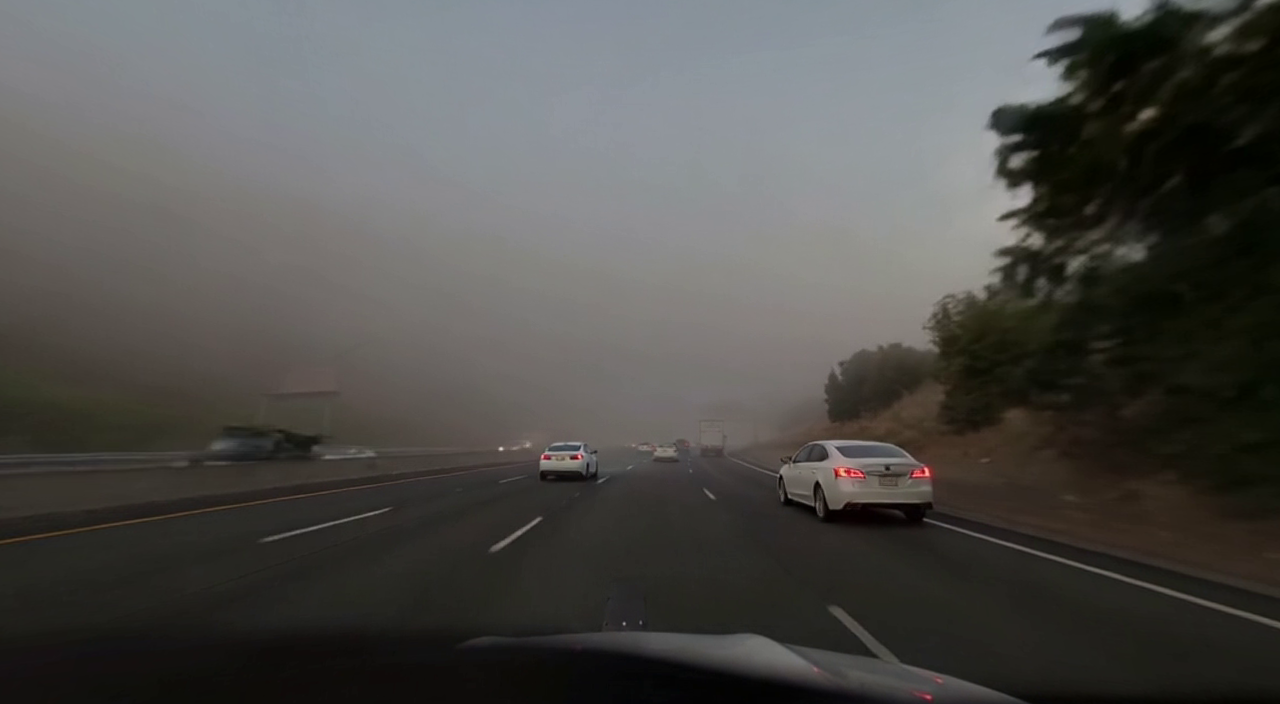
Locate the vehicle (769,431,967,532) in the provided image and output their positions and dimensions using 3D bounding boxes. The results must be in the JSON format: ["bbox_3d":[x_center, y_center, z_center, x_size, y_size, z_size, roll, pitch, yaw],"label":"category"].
[{"bbox_3d":[3.841,2.245,11.586,2.013,1.464,4.317,0,-8,0],"label":"vehicle"}]

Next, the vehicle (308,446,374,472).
[{"bbox_3d":[-18.366,6.561,38.922,1.788,1.449,4.083,-1,-8,5],"label":"vehicle"}]

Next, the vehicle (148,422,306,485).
[{"bbox_3d":[-16.681,4.140,26.027,2.292,2.293,5.894,-1,-8,2],"label":"vehicle"}]

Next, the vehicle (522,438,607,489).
[{"bbox_3d":[-2.361,3.659,21.080,2.031,1.491,4.792,-1,-8,3],"label":"vehicle"}]

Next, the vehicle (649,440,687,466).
[{"bbox_3d":[1.717,6.104,38.357,2.202,1.467,3.929,-1,-8,3],"label":"vehicle"}]
